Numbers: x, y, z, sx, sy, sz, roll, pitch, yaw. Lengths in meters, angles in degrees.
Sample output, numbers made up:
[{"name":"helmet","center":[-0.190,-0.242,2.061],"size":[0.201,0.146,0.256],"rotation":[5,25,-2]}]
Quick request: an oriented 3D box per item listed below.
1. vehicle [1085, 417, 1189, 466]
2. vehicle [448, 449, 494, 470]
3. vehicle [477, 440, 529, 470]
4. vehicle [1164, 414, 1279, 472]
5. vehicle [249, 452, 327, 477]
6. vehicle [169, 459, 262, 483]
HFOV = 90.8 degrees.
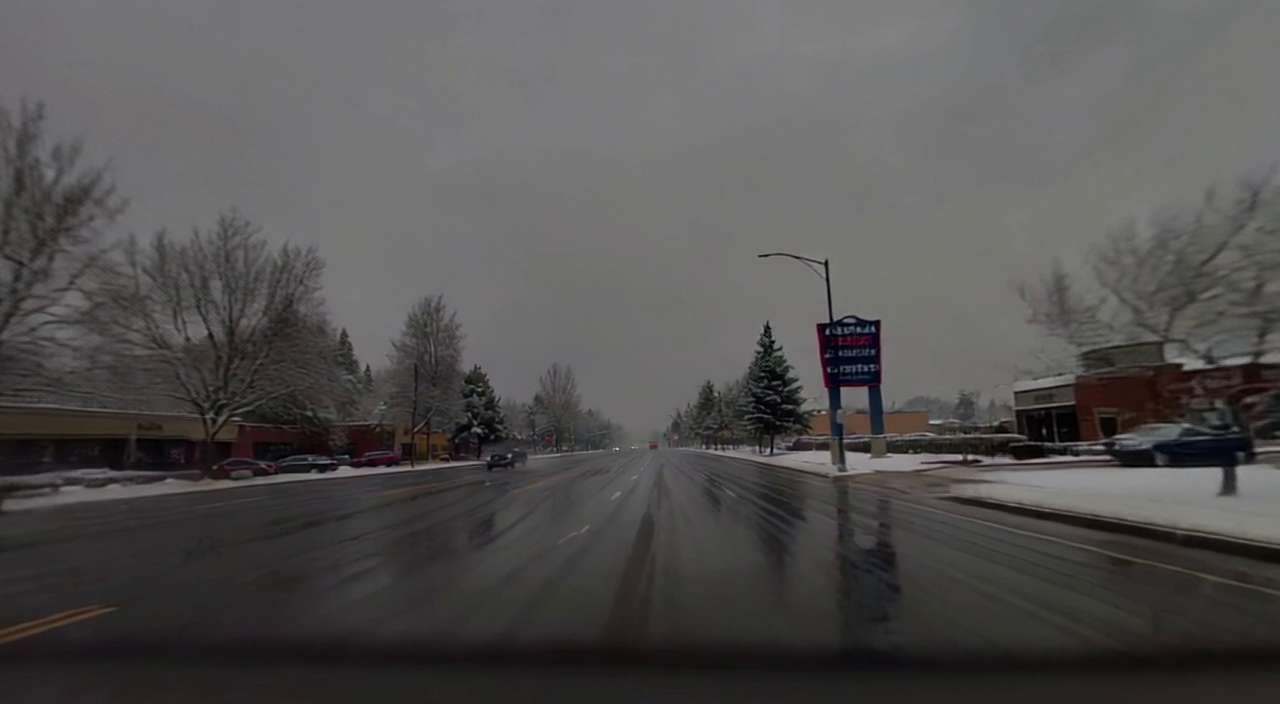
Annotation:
[{"name":"vehicle","center":[18.653,3.387,23.638],"size":[4.704,1.652,1.948],"rotation":[7,-11,-39]},{"name":"vehicle","center":[-12.527,8.002,47.161],"size":[2.011,1.499,4.531],"rotation":[0,-9,2]},{"name":"vehicle","center":[-9.088,6.918,42.448],"size":[2.157,1.883,5.286],"rotation":[0,-9,2]},{"name":"vehicle","center":[18.427,2.894,19.930],"size":[4.277,1.605,1.920],"rotation":[7,-11,-38]},{"name":"vehicle","center":[-26.488,8.460,47.627],"size":[4.620,1.801,2.017],"rotation":[0,-9,2]},{"name":"vehicle","center":[-27.189,7.637,40.577],"size":[4.553,1.445,1.942],"rotation":[0,-9,1]}]
